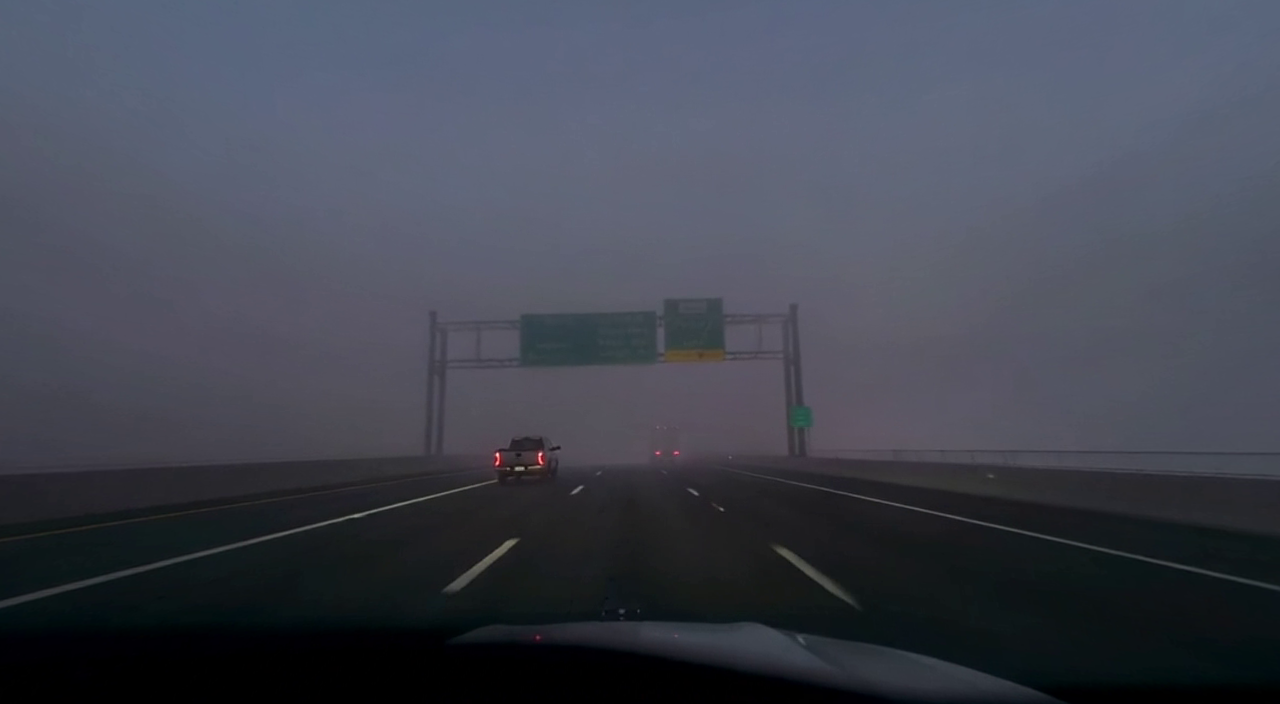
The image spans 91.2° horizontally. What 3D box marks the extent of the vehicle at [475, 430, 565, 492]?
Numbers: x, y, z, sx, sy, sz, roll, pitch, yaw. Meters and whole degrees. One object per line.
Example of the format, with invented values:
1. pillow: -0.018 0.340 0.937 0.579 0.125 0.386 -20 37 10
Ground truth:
1. vehicle: -3.961 3.715 21.630 2.173 1.857 4.800 0 -9 0
